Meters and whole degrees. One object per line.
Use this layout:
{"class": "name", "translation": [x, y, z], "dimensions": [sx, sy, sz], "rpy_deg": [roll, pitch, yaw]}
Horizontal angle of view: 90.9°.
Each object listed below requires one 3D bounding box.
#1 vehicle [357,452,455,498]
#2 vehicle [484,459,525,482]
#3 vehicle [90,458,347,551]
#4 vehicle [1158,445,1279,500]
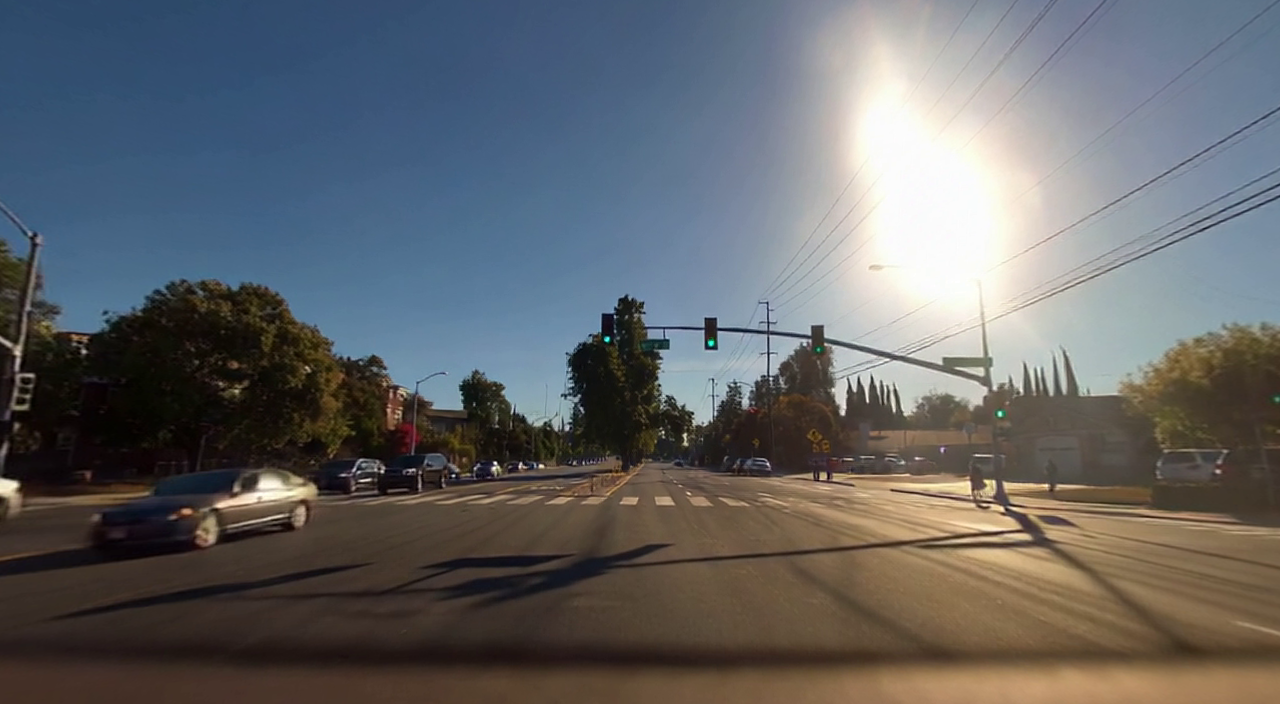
{"class": "vehicle", "translation": [-10.470, 5.505, 28.744], "dimensions": [2.249, 1.825, 5.378], "rpy_deg": [0, -9, 2]}
{"class": "vehicle", "translation": [-9.937, 8.717, 46.555], "dimensions": [1.899, 1.464, 4.418], "rpy_deg": [0, -9, 2]}
{"class": "vehicle", "translation": [-7.824, 2.817, 12.360], "dimensions": [1.958, 1.415, 4.312], "rpy_deg": [0, -9, 2]}
{"class": "vehicle", "translation": [25.395, 4.943, 26.235], "dimensions": [2.177, 2.086, 5.514], "rpy_deg": [2, -9, -14]}
